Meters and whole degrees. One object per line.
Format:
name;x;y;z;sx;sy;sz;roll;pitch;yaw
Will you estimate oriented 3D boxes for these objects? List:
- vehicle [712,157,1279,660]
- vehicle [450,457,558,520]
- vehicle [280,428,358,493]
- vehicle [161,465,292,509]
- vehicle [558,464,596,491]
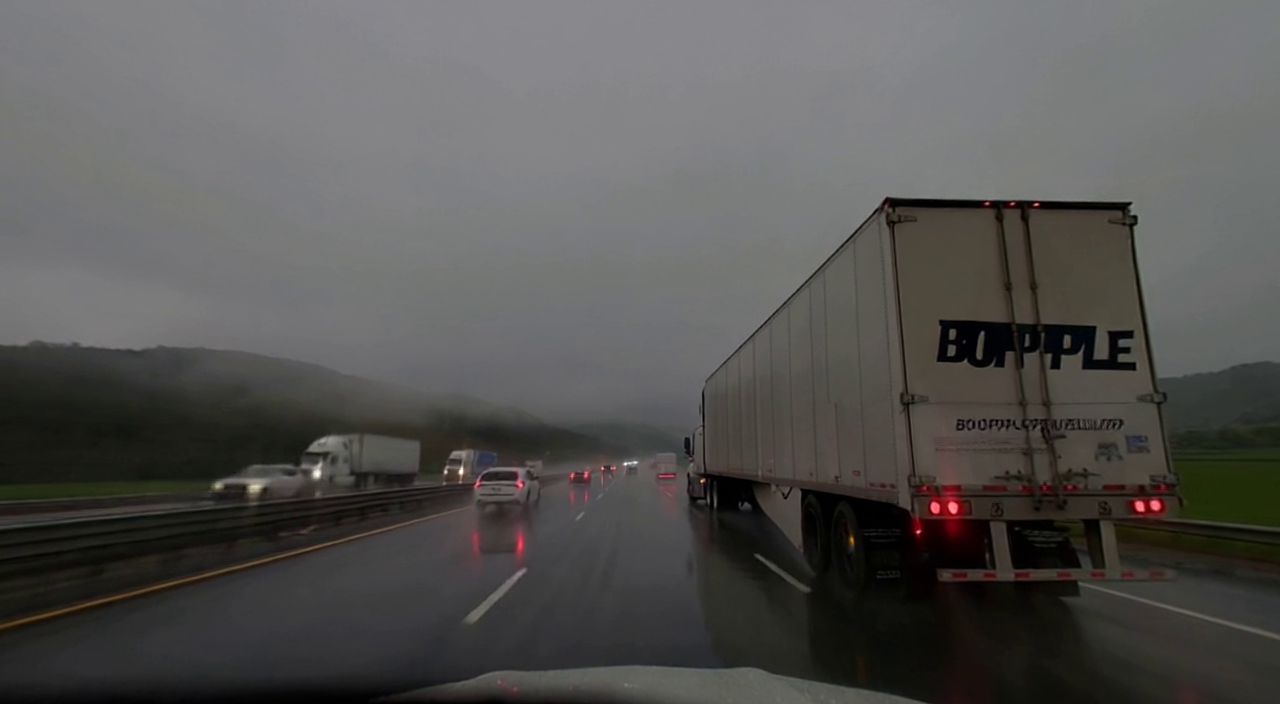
vehicle;3.761;1.609;12.033;2.839;4.062;14.051;1;-11;-1
vehicle;-3.792;3.947;18.588;2.088;1.566;4.853;1;-11;0
vehicle;-19.918;6.798;39.321;2.987;3.793;3.084;1;-11;-1
vehicle;-15.529;5.086;24.010;1.995;1.485;4.370;1;-11;0
vehicle;-4.051;8.185;41.225;2.063;1.671;4.197;1;-11;0
